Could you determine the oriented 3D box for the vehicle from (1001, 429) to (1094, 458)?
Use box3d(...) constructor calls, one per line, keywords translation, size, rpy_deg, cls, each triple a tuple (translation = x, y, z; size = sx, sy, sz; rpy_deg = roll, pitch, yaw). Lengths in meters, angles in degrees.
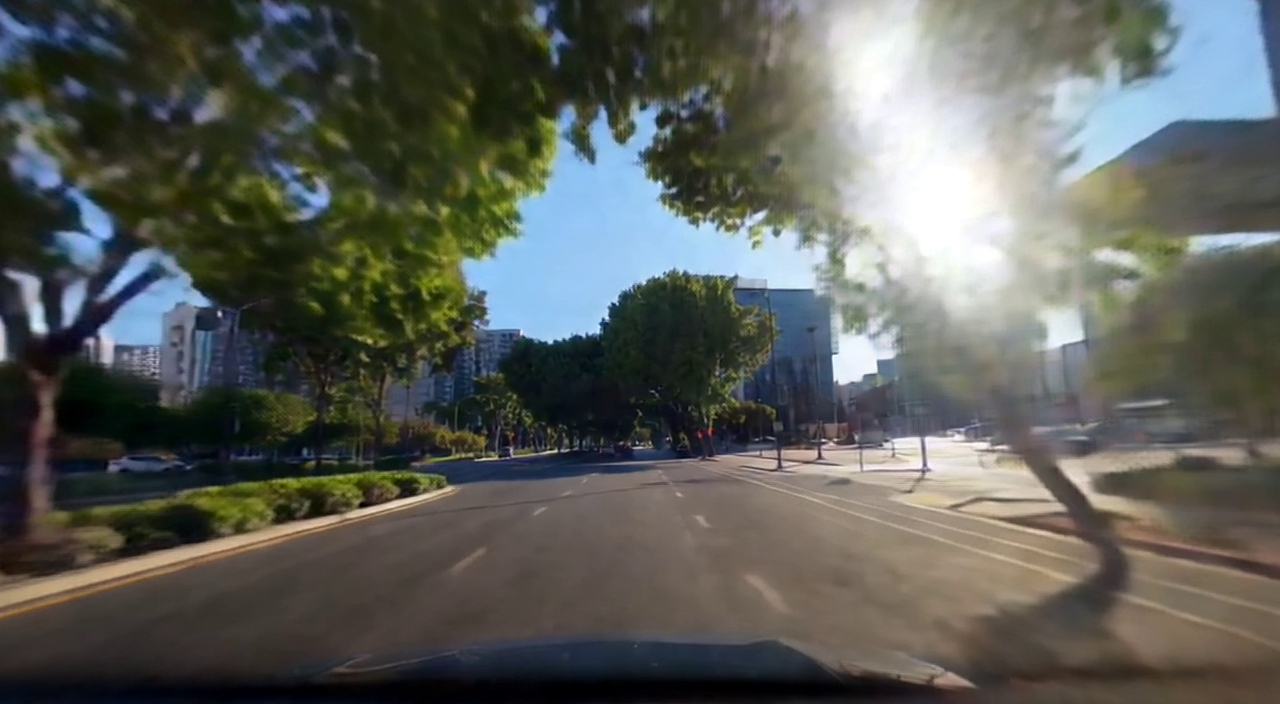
box3d(translation=(22.258, 5.040, 34.758), size=(1.834, 1.444, 4.703), rpy_deg=(0, -8, -3), cls="vehicle")
